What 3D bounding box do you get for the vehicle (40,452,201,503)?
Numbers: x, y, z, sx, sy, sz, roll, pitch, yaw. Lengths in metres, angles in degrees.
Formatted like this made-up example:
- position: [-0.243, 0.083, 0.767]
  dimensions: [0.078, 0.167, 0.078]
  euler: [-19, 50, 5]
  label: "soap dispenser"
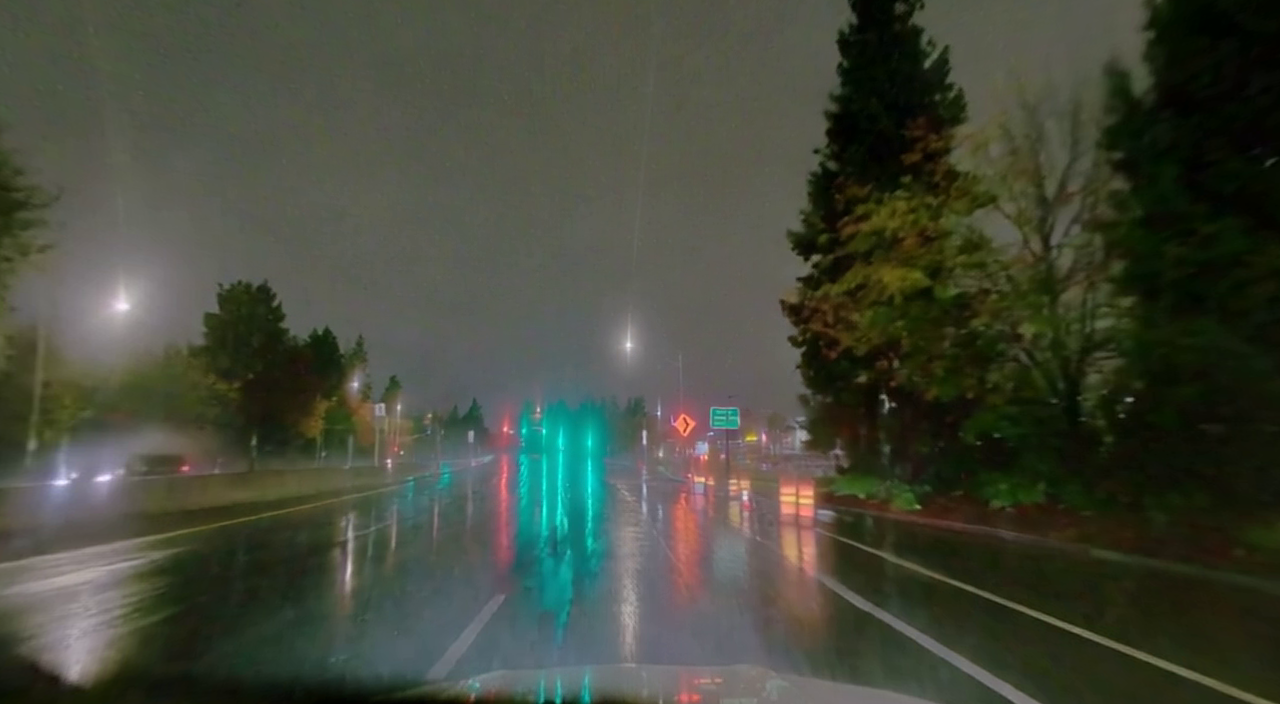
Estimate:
- position: [-20.198, 4.850, 24.967]
  dimensions: [2.045, 1.797, 5.228]
  euler: [1, -9, -3]
  label: "vehicle"
